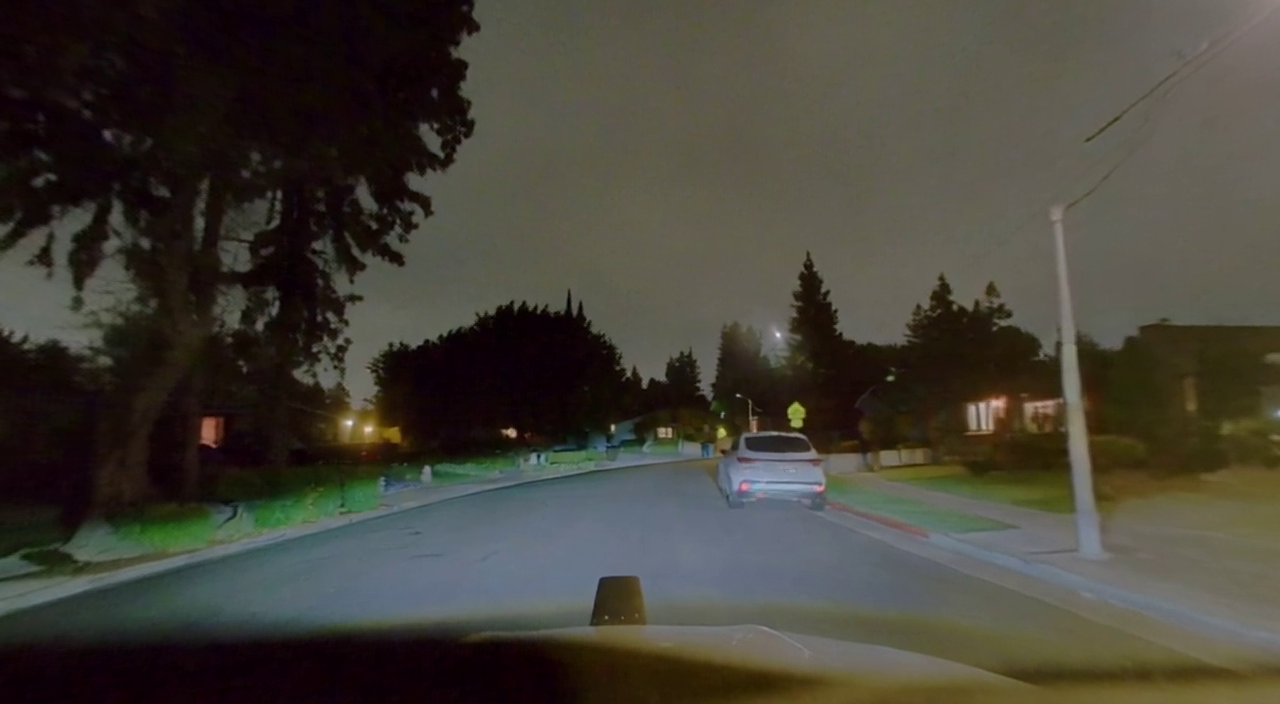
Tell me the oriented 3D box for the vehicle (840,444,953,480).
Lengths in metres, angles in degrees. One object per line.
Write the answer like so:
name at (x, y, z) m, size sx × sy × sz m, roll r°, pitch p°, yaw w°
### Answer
vehicle at (11.332, 4.885, 28.089) m, size 4.457 × 1.510 × 1.762 m, roll -3°, pitch -9°, yaw 16°

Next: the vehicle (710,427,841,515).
vehicle at (3.021, 2.772, 15.161) m, size 2.163 × 1.760 × 4.591 m, roll 0°, pitch -8°, yaw 0°
